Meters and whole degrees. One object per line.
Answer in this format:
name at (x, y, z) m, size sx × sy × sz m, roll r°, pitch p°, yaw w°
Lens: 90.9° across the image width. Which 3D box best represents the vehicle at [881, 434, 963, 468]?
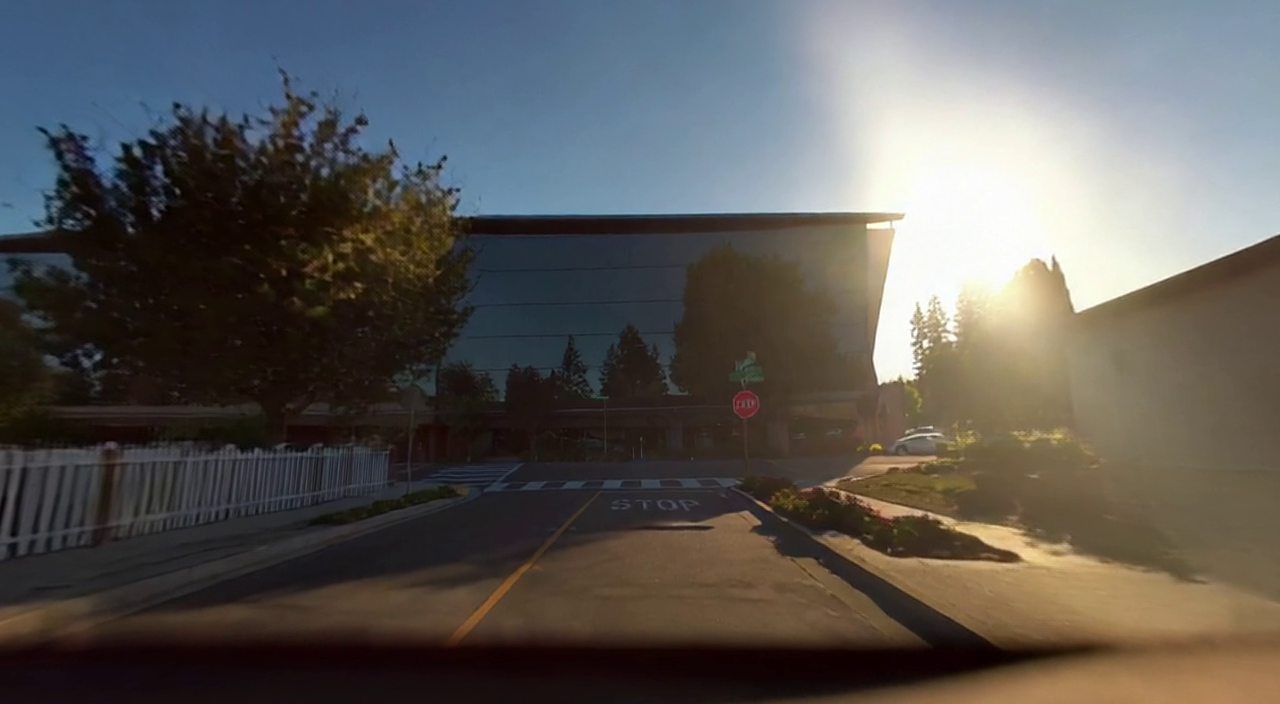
vehicle at (18.994, 6.673, 42.597) m, size 2.395 × 2.164 × 4.475 m, roll 5°, pitch -9°, yaw -26°
